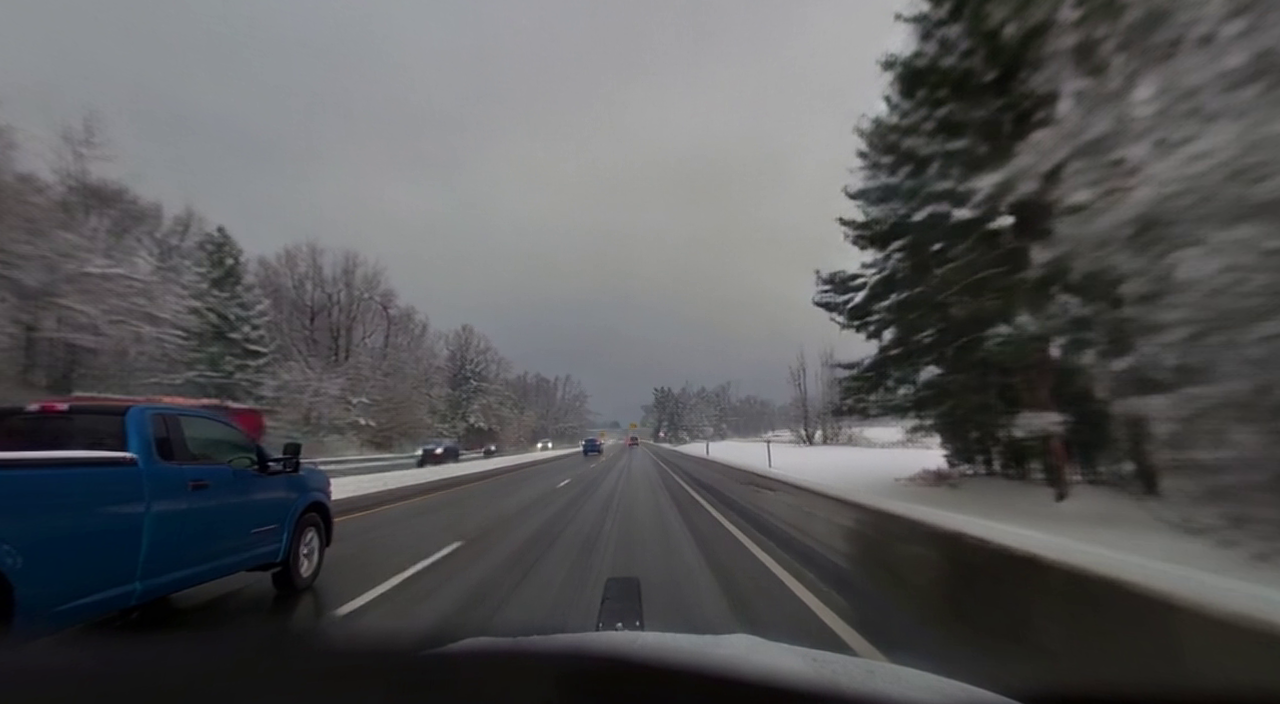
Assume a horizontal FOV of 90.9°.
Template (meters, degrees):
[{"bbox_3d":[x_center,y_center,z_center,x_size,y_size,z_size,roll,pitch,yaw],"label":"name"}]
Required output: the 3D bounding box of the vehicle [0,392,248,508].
[{"bbox_3d":[-12.196,2.275,14.825,2.283,2.179,5.710,0,-8,-1],"label":"vehicle"}]

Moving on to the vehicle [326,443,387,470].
[{"bbox_3d":[-16.728,6.164,37.396,1.783,1.466,3.797,0,-8,1],"label":"vehicle"}]

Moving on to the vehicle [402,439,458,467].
[{"bbox_3d":[-12.197,5.865,36.831,1.866,1.524,4.097,0,-8,0],"label":"vehicle"}]
